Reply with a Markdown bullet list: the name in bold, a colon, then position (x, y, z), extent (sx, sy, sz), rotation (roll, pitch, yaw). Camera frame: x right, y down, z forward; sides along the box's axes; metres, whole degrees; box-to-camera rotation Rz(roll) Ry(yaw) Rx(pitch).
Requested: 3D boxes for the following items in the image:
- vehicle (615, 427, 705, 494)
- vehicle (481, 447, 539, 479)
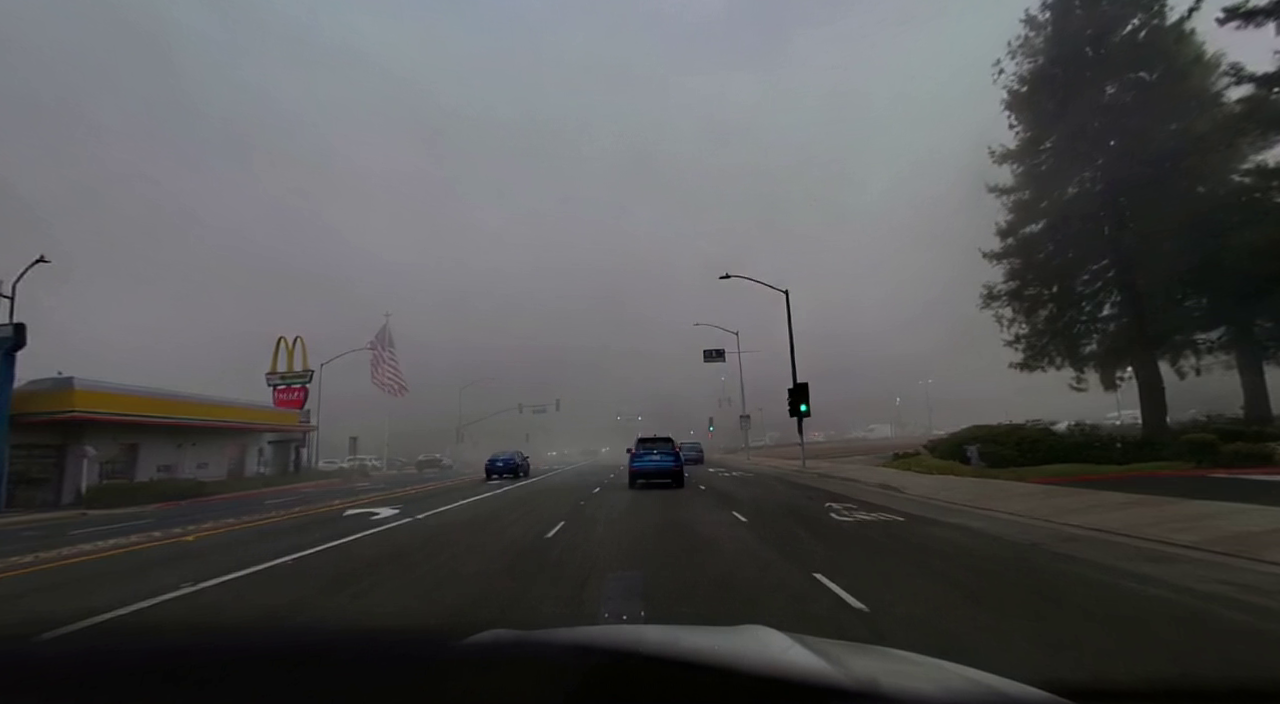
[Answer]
- **vehicle**: position (0.572, 3.443, 20.391), extent (2.513, 1.854, 5.235), rotation (0, -8, 0)
- **vehicle**: position (-6.663, 5.711, 32.760), extent (1.966, 1.461, 4.422), rotation (0, -8, 1)
